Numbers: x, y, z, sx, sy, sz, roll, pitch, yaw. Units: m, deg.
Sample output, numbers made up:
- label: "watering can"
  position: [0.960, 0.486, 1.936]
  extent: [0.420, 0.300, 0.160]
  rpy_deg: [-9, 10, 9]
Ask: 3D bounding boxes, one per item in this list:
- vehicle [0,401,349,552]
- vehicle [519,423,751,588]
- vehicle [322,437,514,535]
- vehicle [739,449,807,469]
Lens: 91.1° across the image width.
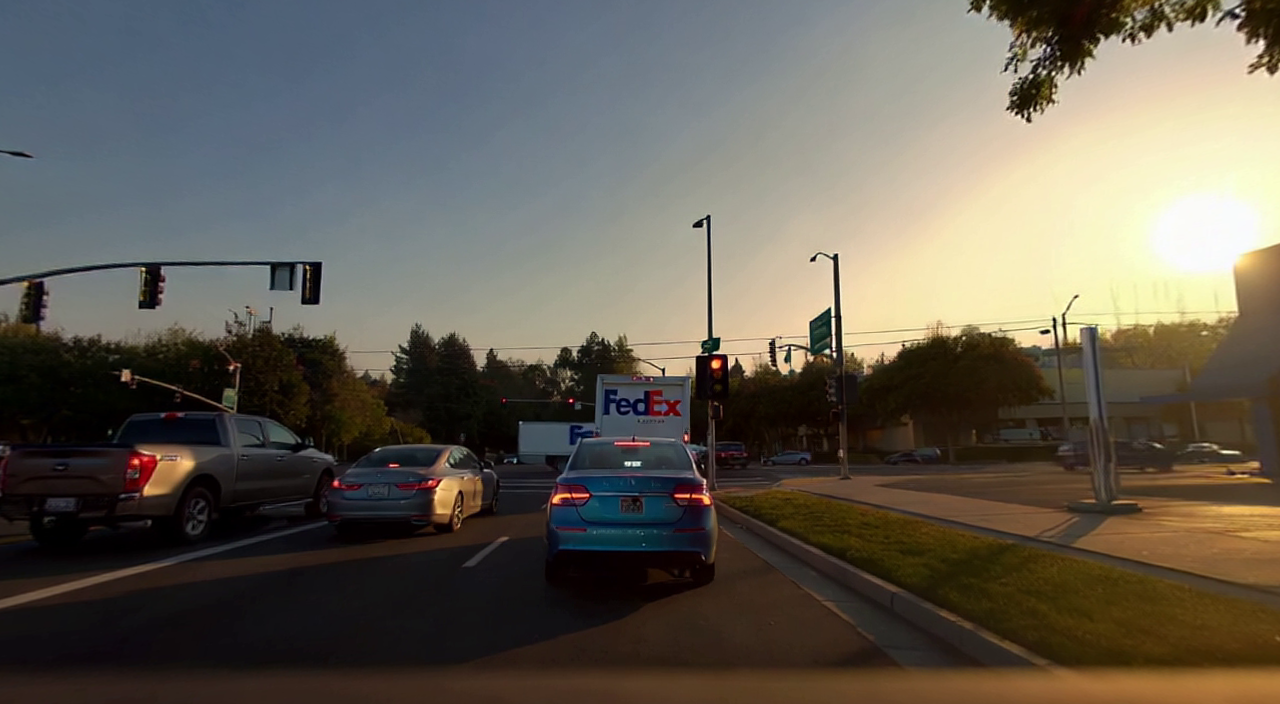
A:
- label: "vehicle"
  position: [-7.289, 1.981, 10.730]
  extent: [2.125, 1.893, 5.498]
  rpy_deg: [0, -9, -2]
- label: "vehicle"
  position: [-0.051, 1.746, 8.011]
  extent: [2.145, 1.513, 4.269]
  rpy_deg: [0, -9, 0]
- label: "vehicle"
  position: [-3.873, 2.397, 11.929]
  extent: [1.949, 1.487, 4.390]
  rpy_deg: [0, -9, 1]
- label: "vehicle"
  position: [10.274, 8.282, 48.650]
  extent: [4.841, 1.494, 1.829]
  rpy_deg: [1, -9, -5]
